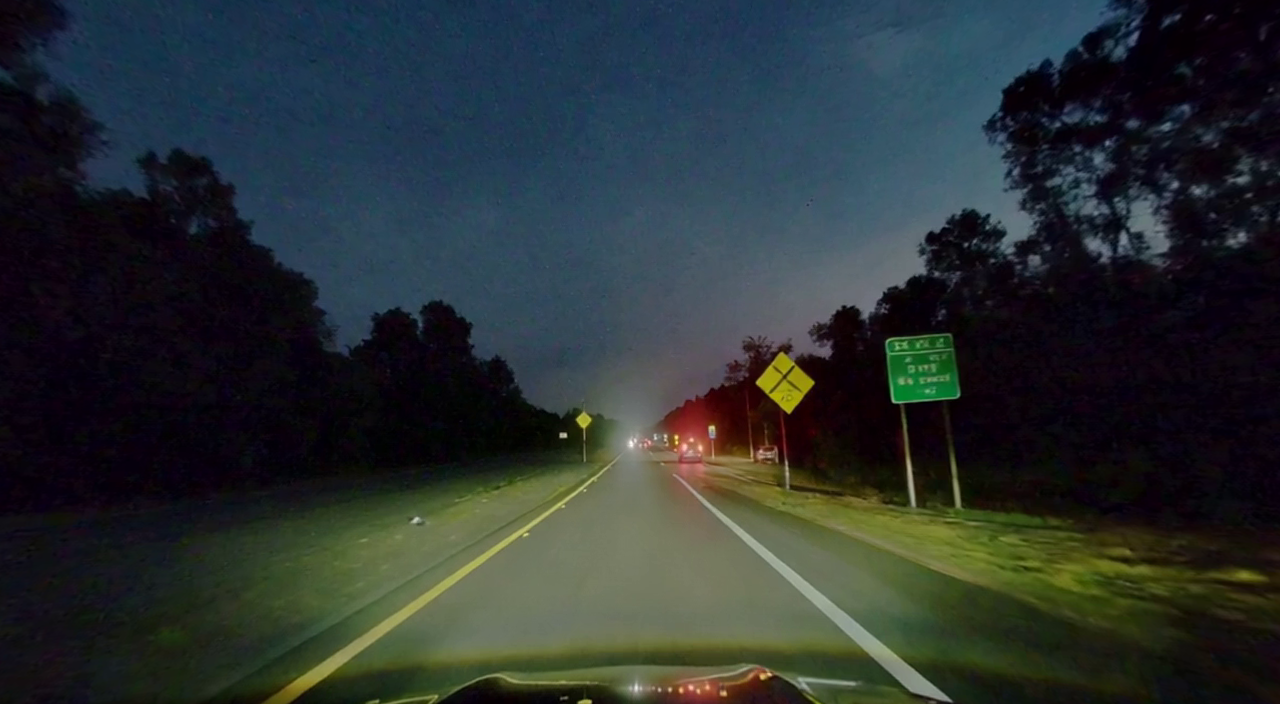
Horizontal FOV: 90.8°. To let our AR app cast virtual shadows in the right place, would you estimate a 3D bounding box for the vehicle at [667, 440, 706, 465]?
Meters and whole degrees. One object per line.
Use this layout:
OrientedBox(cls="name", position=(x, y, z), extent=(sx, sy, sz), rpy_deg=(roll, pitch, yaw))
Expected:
OrientedBox(cls="vehicle", position=(3.369, 7.422, 46.582), extent=(2.183, 1.744, 4.424), rpy_deg=(0, -9, -4))
